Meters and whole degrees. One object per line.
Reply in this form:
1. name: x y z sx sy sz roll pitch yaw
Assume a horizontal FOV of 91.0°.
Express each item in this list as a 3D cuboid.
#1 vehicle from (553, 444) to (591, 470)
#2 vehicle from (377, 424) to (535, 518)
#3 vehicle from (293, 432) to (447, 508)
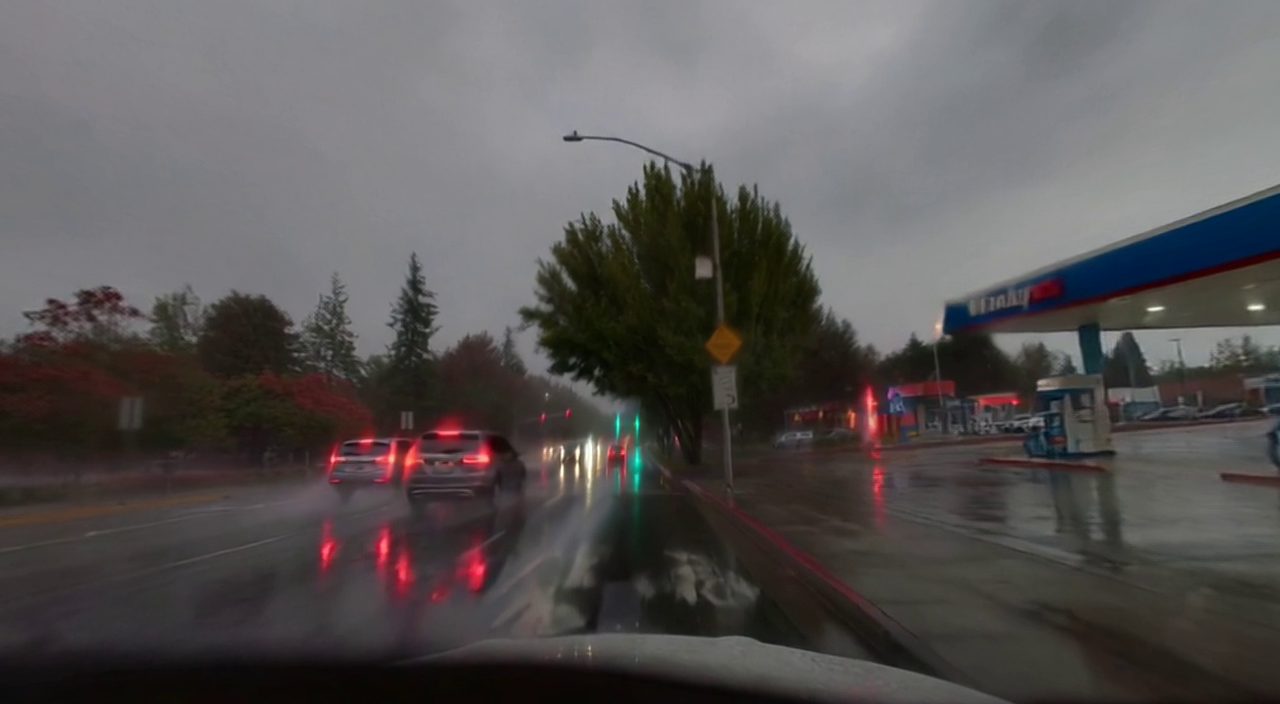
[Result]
1. vehicle: -4.436 6.932 41.673 2.060 1.580 3.980 0 -9 1
2. vehicle: -4.011 2.710 14.715 2.306 1.815 4.476 0 -9 0
3. vehicle: -7.127 3.170 17.302 2.102 1.774 4.662 0 -9 0
